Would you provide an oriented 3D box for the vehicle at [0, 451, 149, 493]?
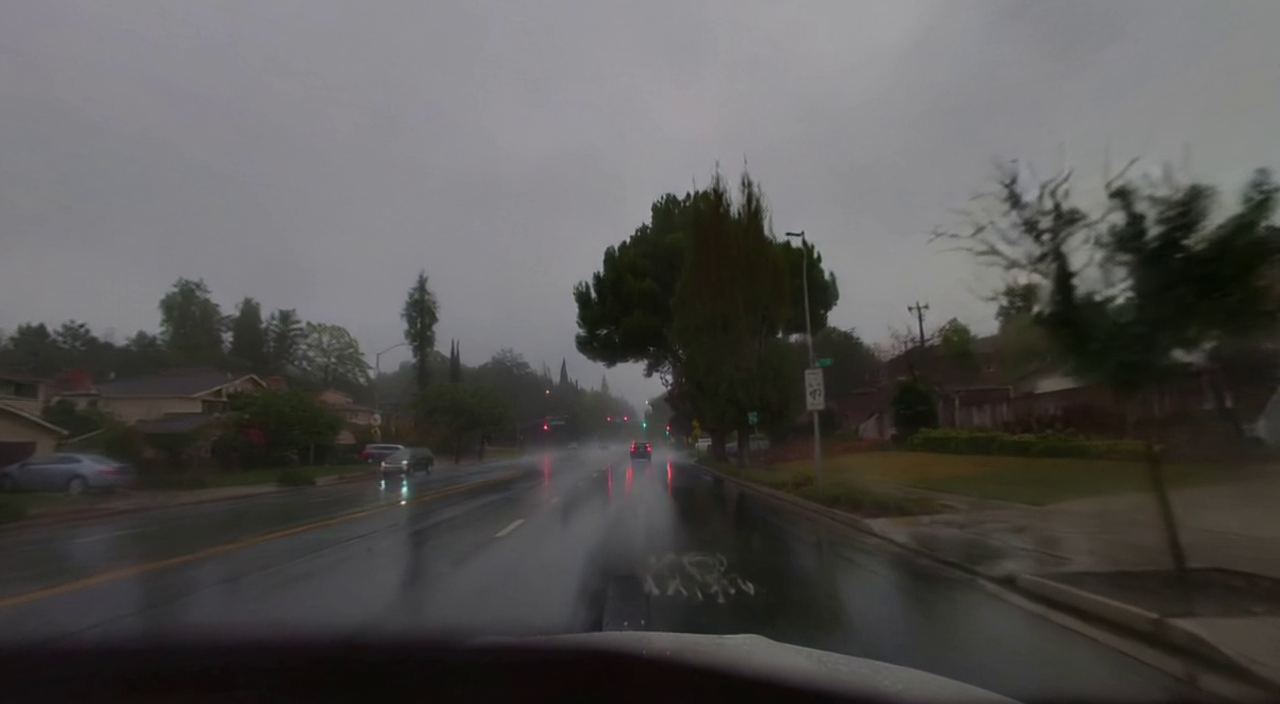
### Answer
[{"bbox_3d":[-22.924,4.735,25.072,4.791,1.564,2.125,0,-9,-5],"label":"vehicle"}]

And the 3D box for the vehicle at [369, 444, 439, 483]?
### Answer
[{"bbox_3d":[-14.277,6.726,38.531,2.337,1.850,5.448,-4,-6,-2],"label":"vehicle"}]
